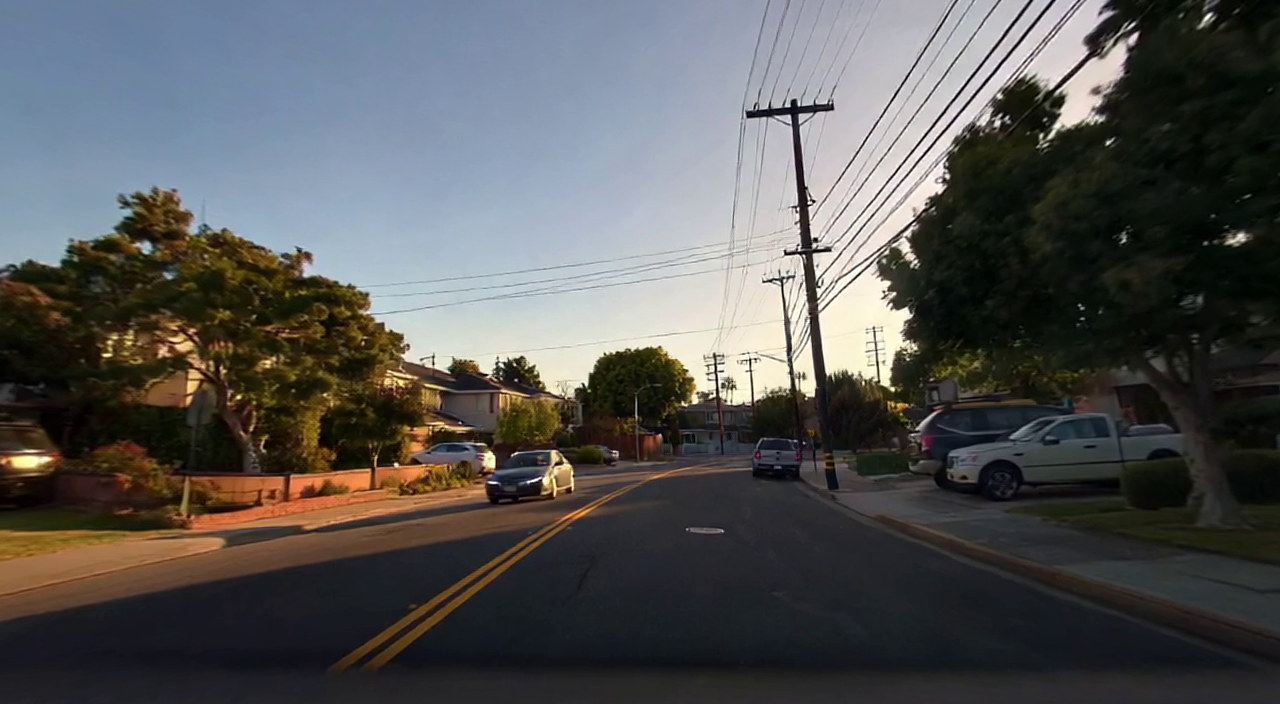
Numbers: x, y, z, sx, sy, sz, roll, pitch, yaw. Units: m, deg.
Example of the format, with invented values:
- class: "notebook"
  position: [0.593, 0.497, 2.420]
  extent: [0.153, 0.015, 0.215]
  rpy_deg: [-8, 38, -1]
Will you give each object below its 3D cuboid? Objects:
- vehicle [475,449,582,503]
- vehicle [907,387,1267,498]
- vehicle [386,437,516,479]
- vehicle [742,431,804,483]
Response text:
- class: "vehicle"
  position: [-3.363, 3.863, 20.223]
  extent: [2.015, 1.464, 4.870]
  rpy_deg: [-1, -9, 7]
- class: "vehicle"
  position: [9.147, 1.957, 13.541]
  extent: [5.762, 2.116, 2.258]
  rpy_deg: [-1, -9, 6]
- class: "vehicle"
  position: [-9.270, 5.212, 31.183]
  extent: [5.632, 1.957, 2.302]
  rpy_deg: [-2, -9, 9]
- class: "vehicle"
  position: [5.601, 4.484, 27.274]
  extent: [2.273, 1.938, 6.400]
  rpy_deg: [-2, -9, 9]
